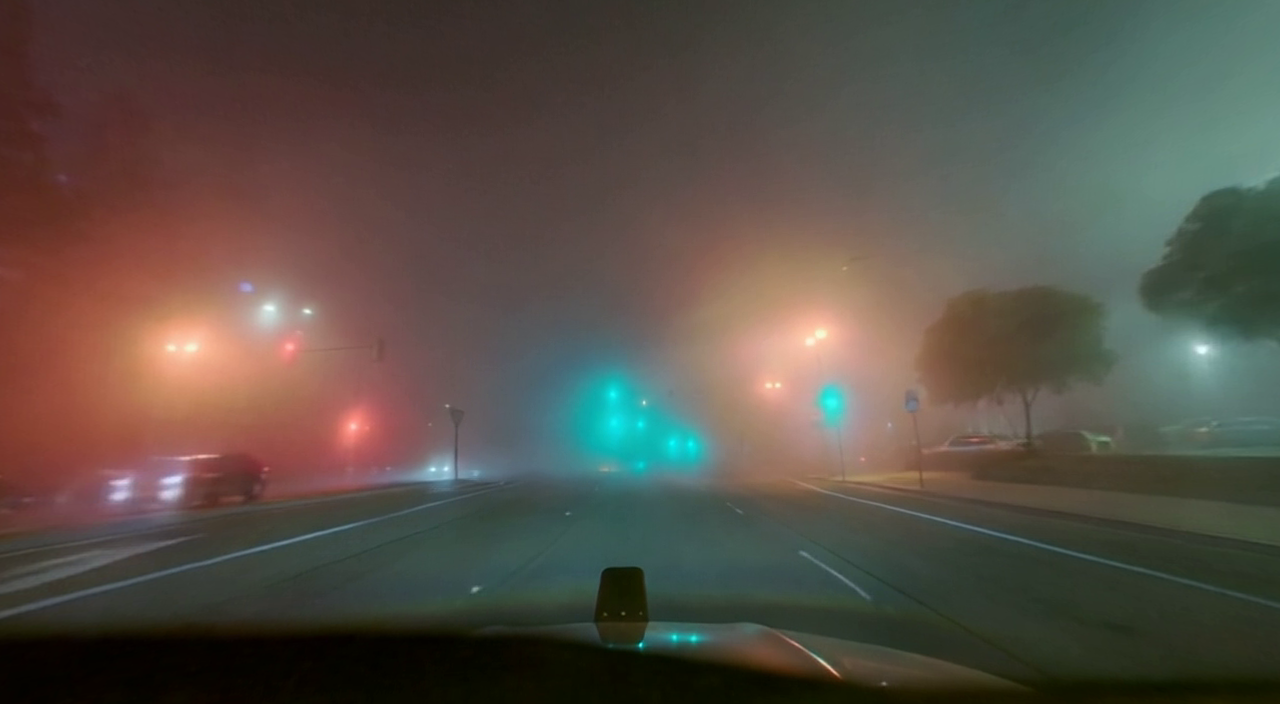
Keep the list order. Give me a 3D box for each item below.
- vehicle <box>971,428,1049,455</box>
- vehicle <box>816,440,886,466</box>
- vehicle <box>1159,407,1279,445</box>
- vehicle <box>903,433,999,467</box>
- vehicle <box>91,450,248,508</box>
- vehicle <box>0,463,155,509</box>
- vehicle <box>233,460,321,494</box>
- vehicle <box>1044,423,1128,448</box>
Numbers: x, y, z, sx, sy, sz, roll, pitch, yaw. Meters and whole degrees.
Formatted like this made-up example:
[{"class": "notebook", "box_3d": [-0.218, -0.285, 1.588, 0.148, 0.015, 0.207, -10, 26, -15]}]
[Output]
[{"class": "vehicle", "box_3d": [26.541, 6.458, 45.338, 4.258, 1.456, 1.825, -4, -14, 4]}, {"class": "vehicle", "box_3d": [15.458, 7.446, 46.377, 4.432, 1.523, 1.908, -4, -13, 6]}, {"class": "vehicle", "box_3d": [32.168, 4.135, 34.907, 4.841, 1.720, 1.950, -4, -8, 5]}, {"class": "vehicle", "box_3d": [17.520, 5.553, 35.719, 4.329, 1.502, 2.122, -4, -4, 6]}, {"class": "vehicle", "box_3d": [-15.669, 4.199, 21.362, 1.945, 1.737, 4.358, 0, -9, 0]}, {"class": "vehicle", "box_3d": [-22.647, 5.344, 25.550, 1.838, 1.526, 5.104, -1, -9, 2]}, {"class": "vehicle", "box_3d": [-19.032, 6.554, 33.323, 1.958, 1.492, 4.580, -2, -9, 0]}, {"class": "vehicle", "box_3d": [31.566, 5.957, 44.769, 4.318, 1.476, 1.940, -4, -10, 7]}]
